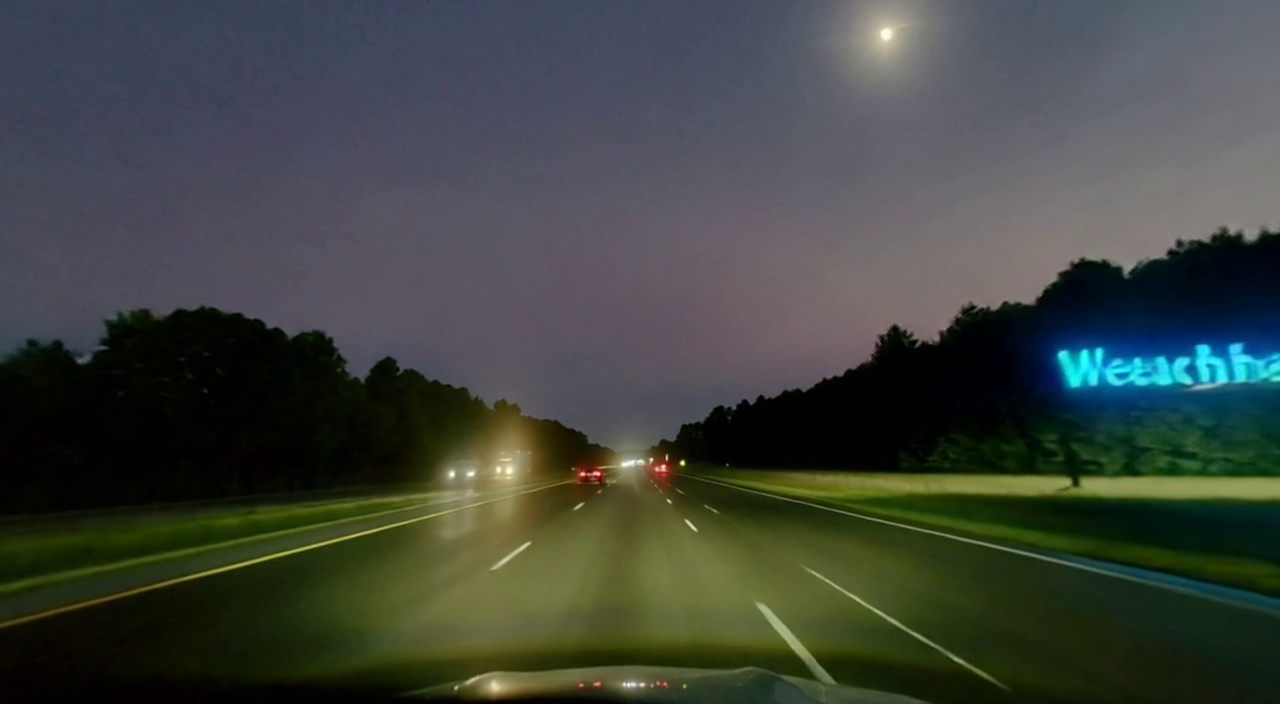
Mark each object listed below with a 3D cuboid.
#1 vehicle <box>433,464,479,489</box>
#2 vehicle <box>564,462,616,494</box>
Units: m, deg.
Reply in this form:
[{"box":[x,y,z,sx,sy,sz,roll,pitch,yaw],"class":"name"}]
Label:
[{"box":[-12.248,8.338,42.213,1.834,1.541,3.969,1,-10,0],"class":"vehicle"},{"box":[-2.427,6.328,31.754,2.183,1.435,4.653,0,-10,1],"class":"vehicle"}]
